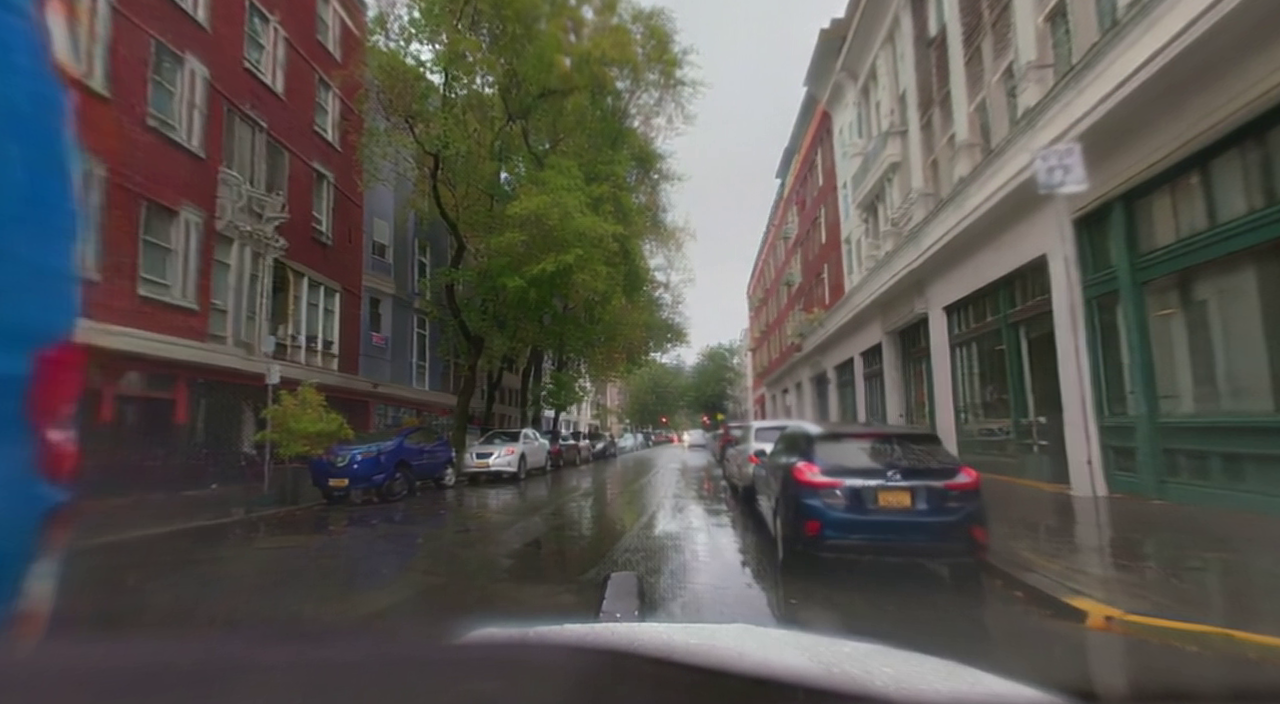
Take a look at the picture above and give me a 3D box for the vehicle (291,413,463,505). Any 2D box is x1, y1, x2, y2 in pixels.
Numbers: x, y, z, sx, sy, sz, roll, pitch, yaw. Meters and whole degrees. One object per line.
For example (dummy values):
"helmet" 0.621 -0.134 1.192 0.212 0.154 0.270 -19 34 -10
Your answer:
"vehicle" -4.973 2.072 12.400 1.875 1.564 2.982 -1 -9 5

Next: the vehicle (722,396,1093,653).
"vehicle" 1.864 1.325 6.107 1.925 1.481 4.653 -1 -8 5

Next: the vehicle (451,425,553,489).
"vehicle" -3.977 3.049 18.909 1.867 1.519 3.920 1 -4 5
